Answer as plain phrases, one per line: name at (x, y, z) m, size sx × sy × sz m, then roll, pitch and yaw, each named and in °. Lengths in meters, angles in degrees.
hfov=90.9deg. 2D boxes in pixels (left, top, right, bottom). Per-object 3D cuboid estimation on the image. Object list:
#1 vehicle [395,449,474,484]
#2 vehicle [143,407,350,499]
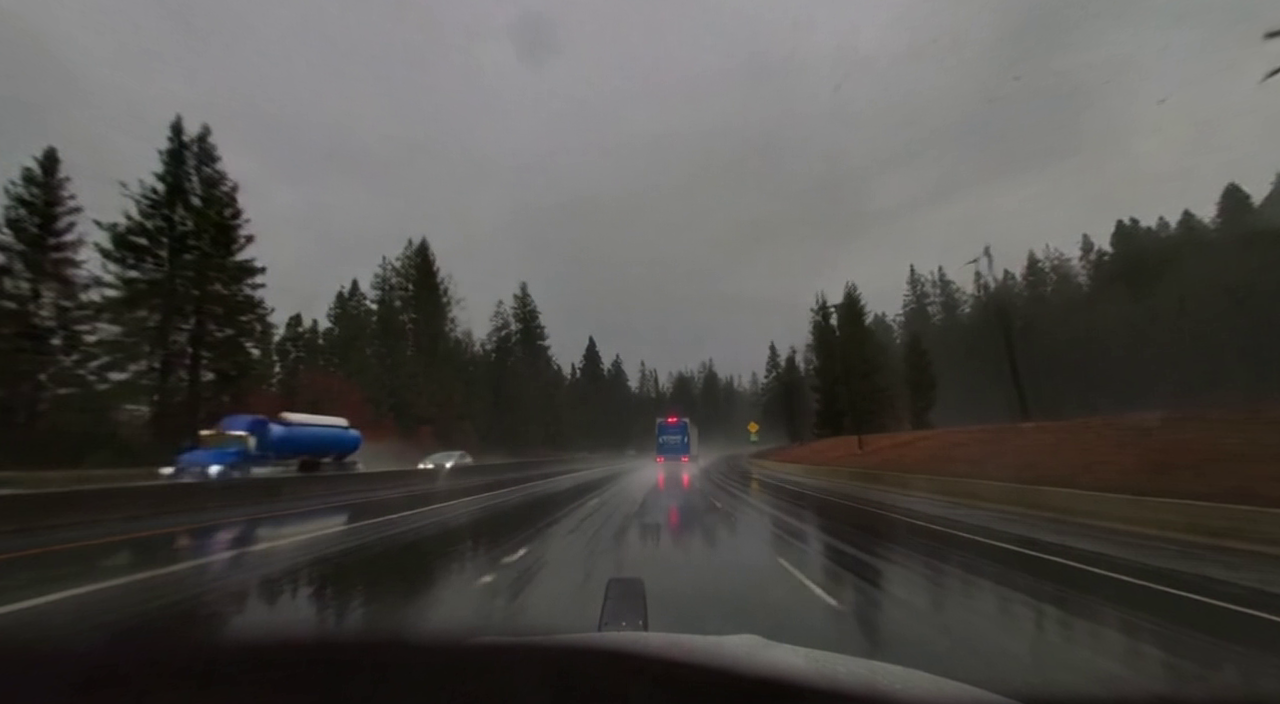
vehicle at (-11.833, 6.595, 36.832) m, size 2.329 × 1.801 × 5.827 m, roll -1°, pitch -8°, yaw 3°
vehicle at (-16.562, 4.368, 27.728) m, size 2.948 × 3.367 × 8.832 m, roll -1°, pitch -8°, yaw 4°
